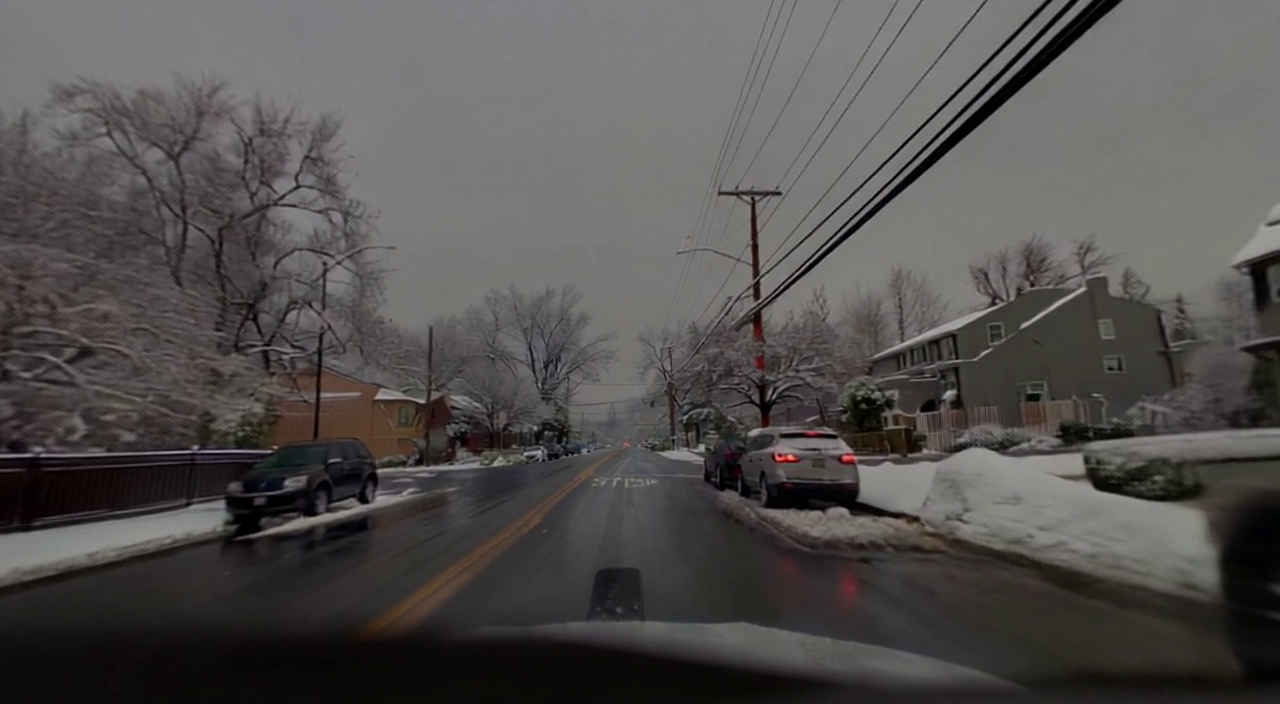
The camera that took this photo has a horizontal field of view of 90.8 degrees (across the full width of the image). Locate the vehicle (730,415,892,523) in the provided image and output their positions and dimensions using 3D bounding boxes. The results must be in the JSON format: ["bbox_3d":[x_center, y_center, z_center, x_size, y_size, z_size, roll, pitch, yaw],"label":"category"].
[{"bbox_3d":[3.162,2.280,12.737,1.993,1.778,4.311,0,-9,0],"label":"vehicle"}]

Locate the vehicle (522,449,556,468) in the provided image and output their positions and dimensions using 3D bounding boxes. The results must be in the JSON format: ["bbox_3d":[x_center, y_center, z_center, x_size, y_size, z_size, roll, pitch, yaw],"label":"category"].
[{"bbox_3d":[-7.530,7.933,47.321,1.926,1.307,3.909,0,-9,0],"label":"vehicle"}]

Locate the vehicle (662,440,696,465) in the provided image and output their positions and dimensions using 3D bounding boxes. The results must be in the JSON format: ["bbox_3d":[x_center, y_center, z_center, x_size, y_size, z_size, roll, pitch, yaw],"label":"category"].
[{"bbox_3d":[2.794,7.317,46.197,2.114,1.708,4.474,0,-9,-1],"label":"vehicle"}]

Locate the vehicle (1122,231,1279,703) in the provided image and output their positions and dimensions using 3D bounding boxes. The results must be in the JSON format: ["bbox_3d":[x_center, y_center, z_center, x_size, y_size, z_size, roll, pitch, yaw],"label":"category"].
[{"bbox_3d":[3.433,0.255,0.105,2.111,2.054,5.748,0,-9,0],"label":"vehicle"}]

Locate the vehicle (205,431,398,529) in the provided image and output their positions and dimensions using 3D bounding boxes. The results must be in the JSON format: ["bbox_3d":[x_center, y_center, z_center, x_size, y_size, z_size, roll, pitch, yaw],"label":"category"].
[{"bbox_3d":[-7.315,2.858,14.272,1.980,1.664,4.342,-5,-11,-1],"label":"vehicle"}]

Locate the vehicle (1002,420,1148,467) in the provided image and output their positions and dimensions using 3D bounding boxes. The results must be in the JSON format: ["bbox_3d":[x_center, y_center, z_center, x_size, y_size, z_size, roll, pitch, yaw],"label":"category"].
[{"bbox_3d":[19.221,4.071,28.094,4.826,1.933,2.166,1,-8,1],"label":"vehicle"}]
